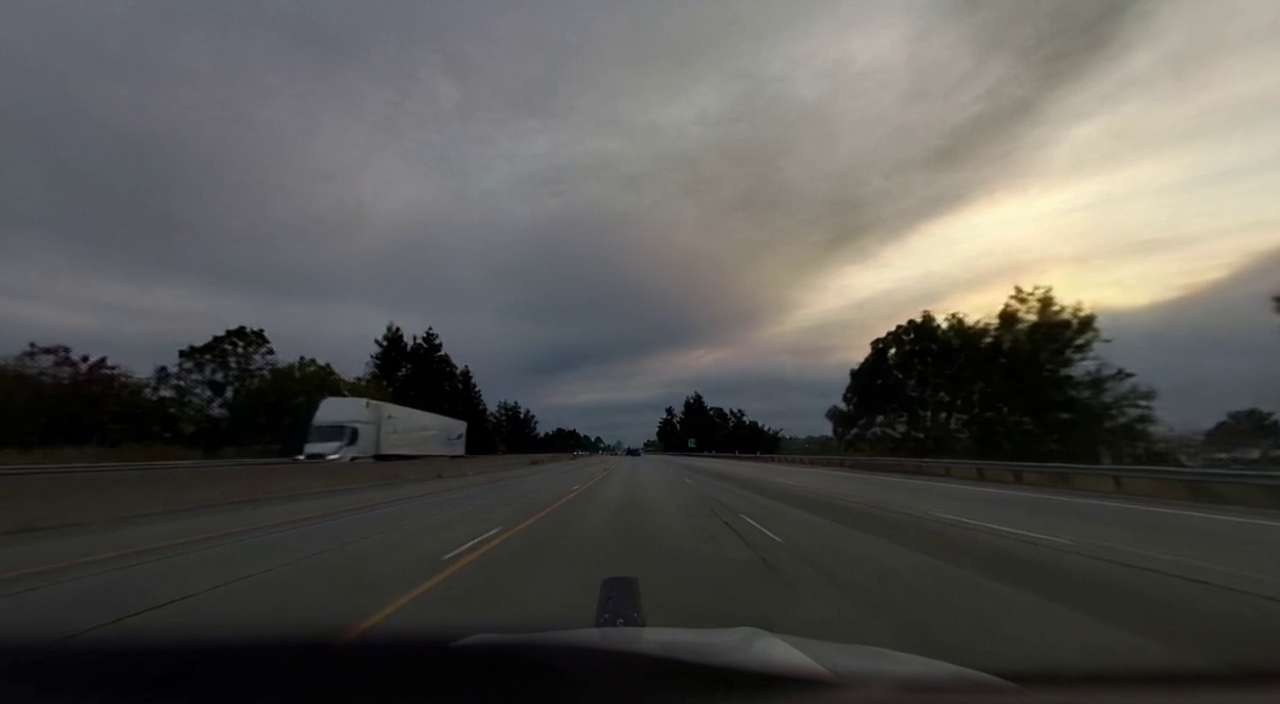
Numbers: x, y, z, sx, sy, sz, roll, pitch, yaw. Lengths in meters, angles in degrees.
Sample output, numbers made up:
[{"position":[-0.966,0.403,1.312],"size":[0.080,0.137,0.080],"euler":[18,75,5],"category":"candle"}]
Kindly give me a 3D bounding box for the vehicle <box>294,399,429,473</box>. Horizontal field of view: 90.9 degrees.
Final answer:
[{"position":[-15.975,5.106,37.463],"size":[3.043,3.740,10.678],"euler":[0,-9,0],"category":"vehicle"}]
